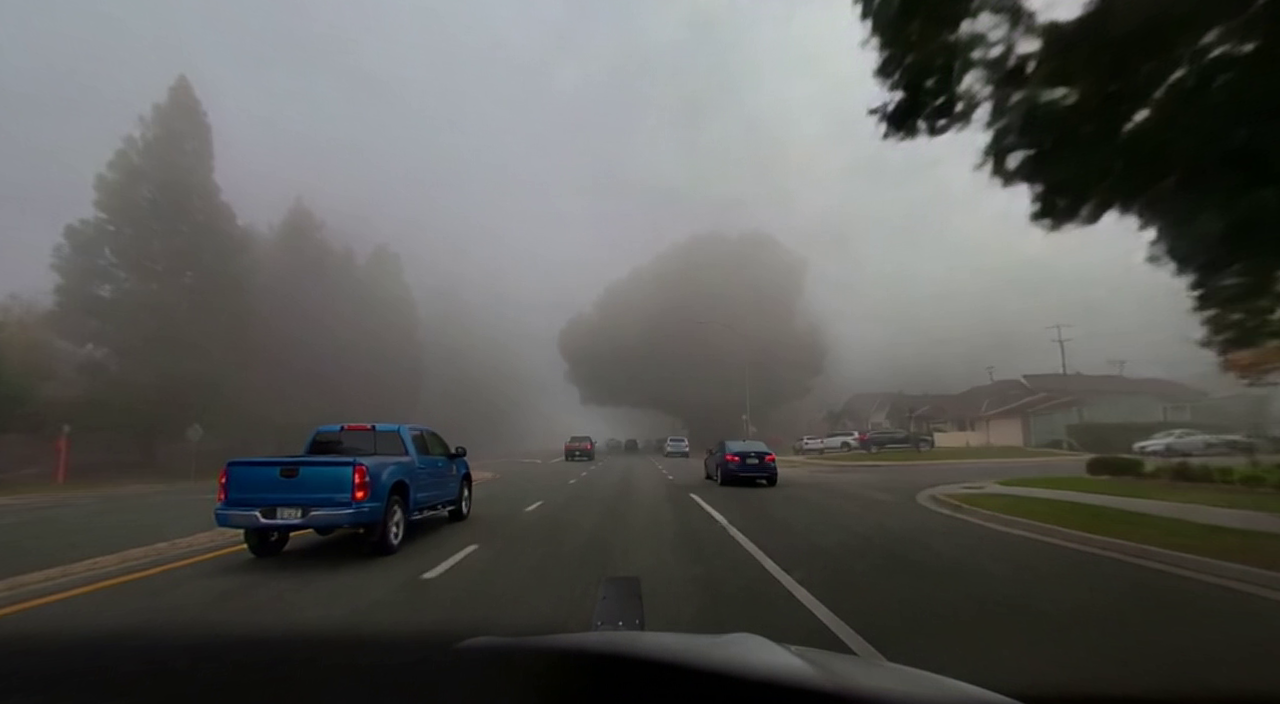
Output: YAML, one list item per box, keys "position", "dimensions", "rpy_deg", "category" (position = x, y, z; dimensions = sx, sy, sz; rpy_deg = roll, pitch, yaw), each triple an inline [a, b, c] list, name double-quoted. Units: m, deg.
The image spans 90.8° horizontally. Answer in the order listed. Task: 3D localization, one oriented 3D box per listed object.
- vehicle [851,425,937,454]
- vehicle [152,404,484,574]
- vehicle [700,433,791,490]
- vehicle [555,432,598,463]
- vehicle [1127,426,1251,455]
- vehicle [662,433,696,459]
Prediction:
- position: [16.961, 5.858, 42.374]
  dimensions: [1.991, 1.806, 4.902]
  rpy_deg: [6, -10, -39]
  category: "vehicle"
- position: [-4.032, 1.785, 9.307]
  dimensions: [2.111, 1.745, 5.274]
  rpy_deg: [-1, -8, 0]
  category: "vehicle"
- position: [2.980, 3.176, 18.805]
  dimensions: [1.884, 1.463, 4.195]
  rpy_deg: [0, -8, -2]
  category: "vehicle"
- position: [-3.970, 6.050, 40.163]
  dimensions: [2.218, 1.829, 4.492]
  rpy_deg: [-1, -8, 1]
  category: "vehicle"
- position: [29.194, 4.707, 33.708]
  dimensions: [4.779, 1.462, 1.929]
  rpy_deg: [-1, -8, 0]
  category: "vehicle"
- position: [2.954, 7.216, 48.705]
  dimensions: [2.099, 1.845, 4.363]
  rpy_deg: [0, -8, -2]
  category: "vehicle"
